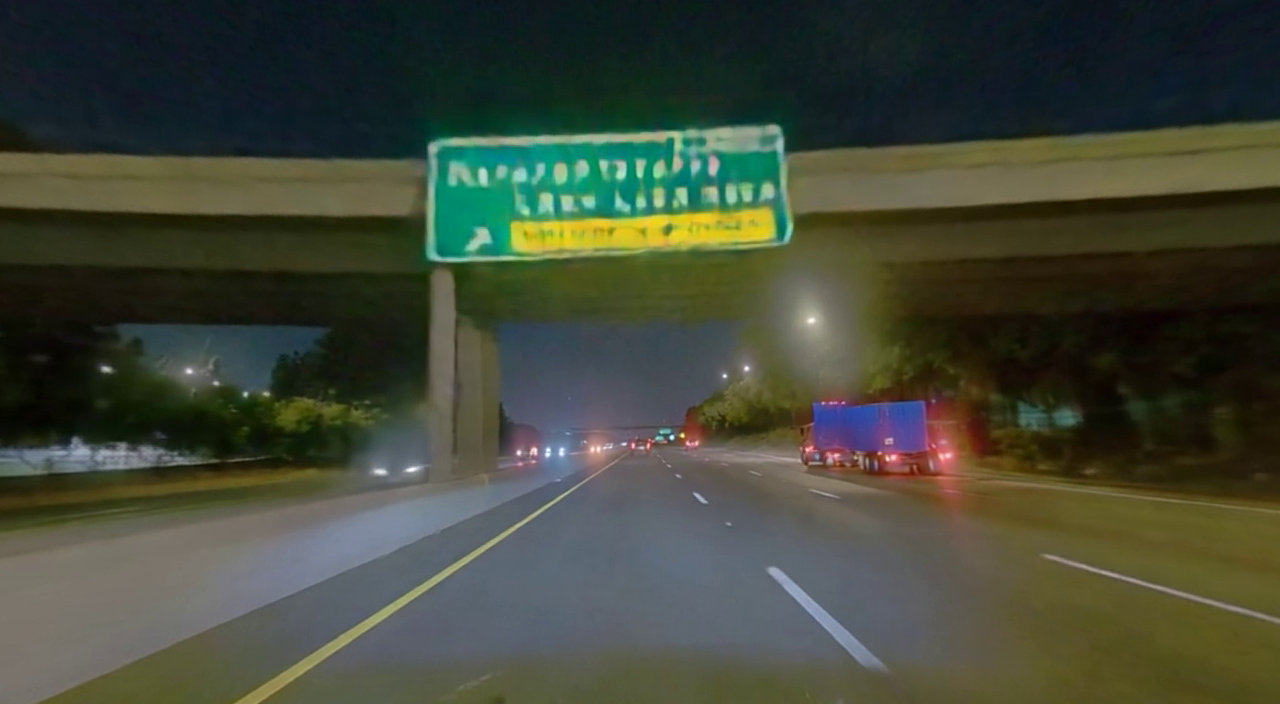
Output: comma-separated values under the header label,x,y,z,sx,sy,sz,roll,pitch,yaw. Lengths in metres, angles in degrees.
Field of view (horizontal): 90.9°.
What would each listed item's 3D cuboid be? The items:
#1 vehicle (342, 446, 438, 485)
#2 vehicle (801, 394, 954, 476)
label,x,y,z,sx,sy,sz,roll,pitch,yaw
vehicle,-10.125,4.601,25.965,2.081,1.470,4.466,0,-8,1
vehicle,10.853,4.096,30.594,2.960,3.207,10.950,0,-8,-1
